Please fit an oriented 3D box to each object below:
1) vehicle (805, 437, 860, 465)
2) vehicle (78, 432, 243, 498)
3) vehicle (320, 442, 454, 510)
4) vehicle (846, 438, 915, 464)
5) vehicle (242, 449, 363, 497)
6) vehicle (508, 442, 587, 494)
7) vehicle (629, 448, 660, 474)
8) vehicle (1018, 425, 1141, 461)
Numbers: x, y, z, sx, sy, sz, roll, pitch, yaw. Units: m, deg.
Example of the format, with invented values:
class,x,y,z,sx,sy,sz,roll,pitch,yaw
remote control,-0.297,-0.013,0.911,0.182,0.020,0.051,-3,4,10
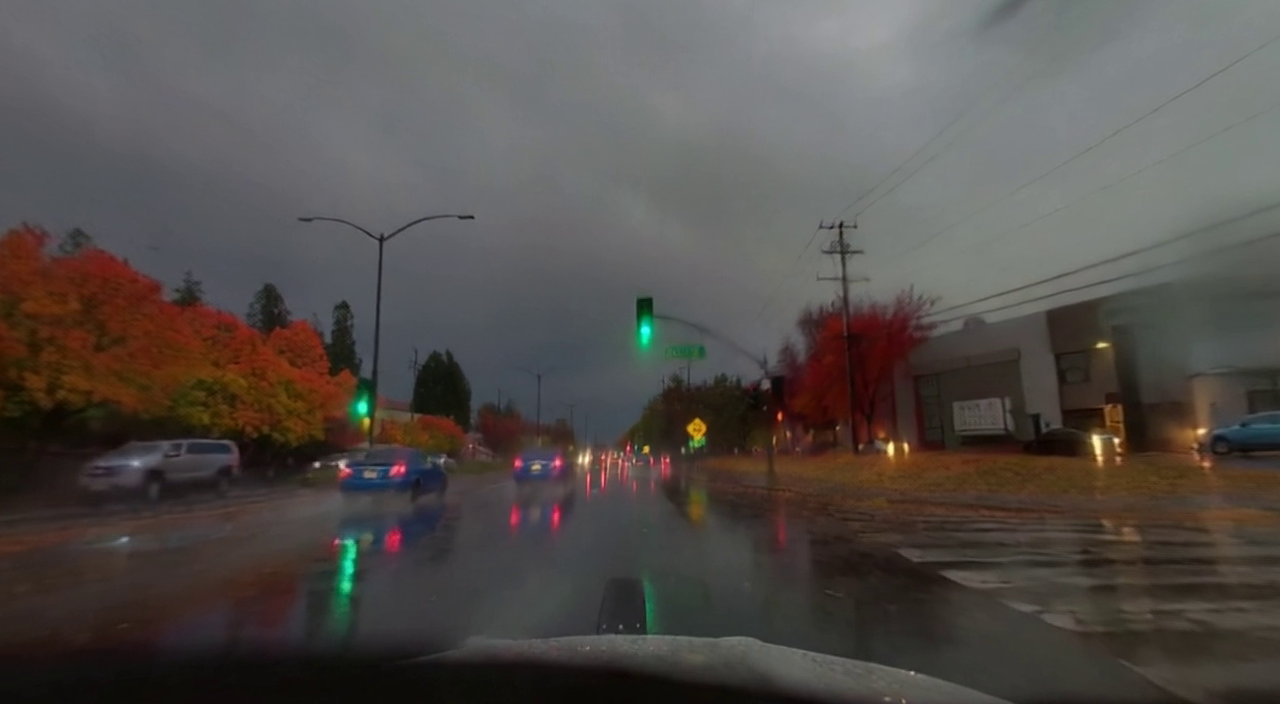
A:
class,x,y,z,sx,sy,sz,roll,pitch,yaw
vehicle,13.375,6.903,44.001,1.862,1.559,3.959,-4,-5,-11
vehicle,-19.331,4.525,25.877,2.359,2.375,5.488,0,-8,0
vehicle,-6.808,3.342,17.532,1.932,1.596,4.247,0,-8,1
vehicle,14.778,6.108,38.961,1.826,1.474,4.254,1,-8,-14
vehicle,-11.694,4.194,22.212,1.872,1.475,4.325,-1,-9,0
vehicle,-3.240,4.148,23.009,2.085,1.663,4.513,0,-8,1
vehicle,0.299,7.821,45.283,2.144,1.704,4.028,1,-8,-1
vehicle,20.034,4.164,28.906,1.835,1.501,4.158,6,-9,-33
